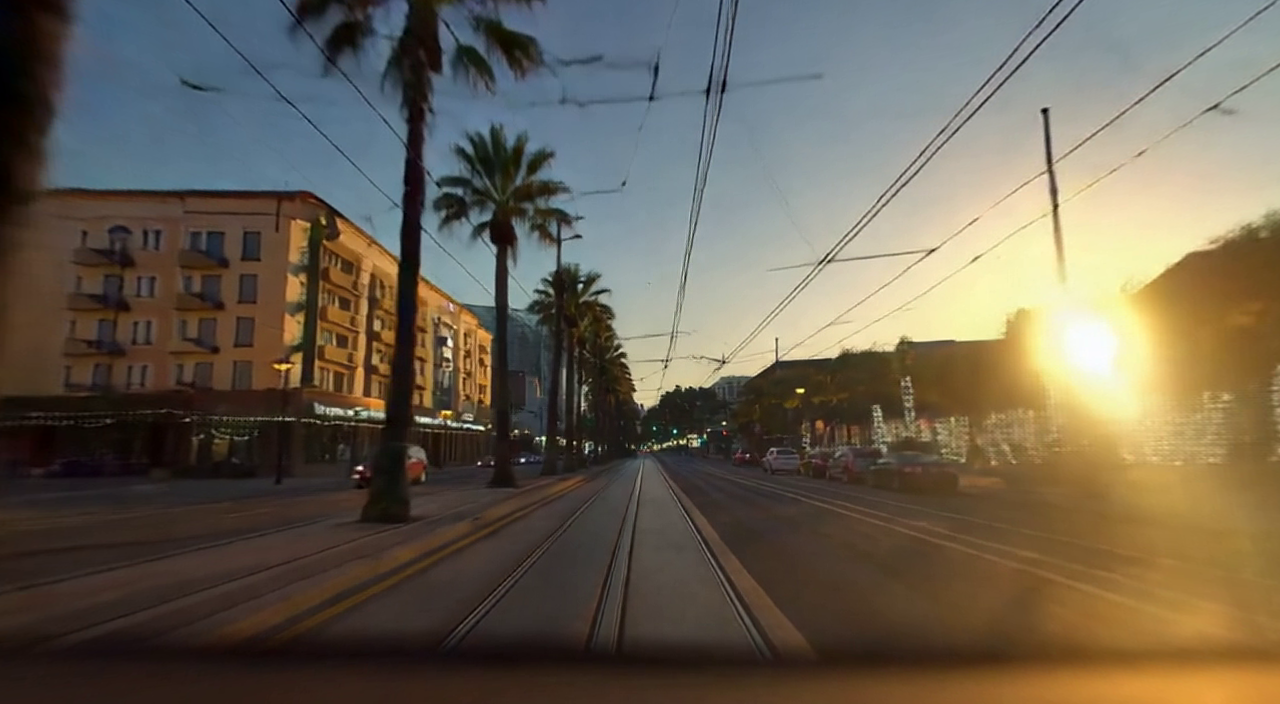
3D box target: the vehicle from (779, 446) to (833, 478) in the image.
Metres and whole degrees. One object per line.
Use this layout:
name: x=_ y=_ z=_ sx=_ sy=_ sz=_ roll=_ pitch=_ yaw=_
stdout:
vehicle: x=8.401 y=5.597 z=32.250 sx=1.715 sy=1.500 sz=3.910 roll=0 pitch=-8 yaw=0

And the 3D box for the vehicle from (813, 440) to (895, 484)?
vehicle: x=8.678 y=4.483 z=25.975 sx=1.867 sy=1.627 sz=4.357 roll=0 pitch=-8 yaw=0

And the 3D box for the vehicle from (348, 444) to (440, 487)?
vehicle: x=-10.610 y=4.893 z=27.584 sx=2.042 sy=1.716 sz=4.634 roll=0 pitch=-8 yaw=2

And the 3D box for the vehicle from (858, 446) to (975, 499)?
vehicle: x=8.631 y=3.752 z=20.150 sx=1.733 sy=1.468 sz=4.326 roll=0 pitch=-8 yaw=0
